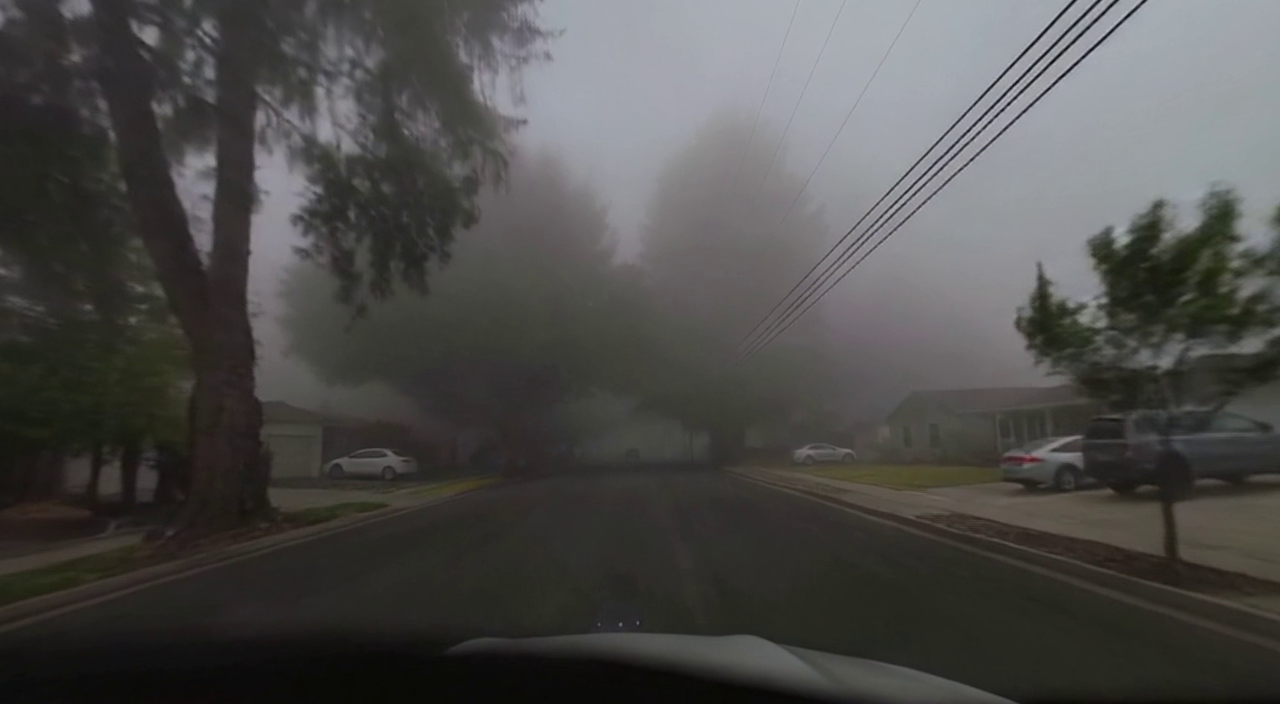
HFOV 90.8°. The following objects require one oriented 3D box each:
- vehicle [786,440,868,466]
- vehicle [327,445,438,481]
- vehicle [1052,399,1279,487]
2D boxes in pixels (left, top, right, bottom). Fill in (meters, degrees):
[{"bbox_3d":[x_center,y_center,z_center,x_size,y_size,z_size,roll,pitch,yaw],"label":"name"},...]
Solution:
[{"bbox_3d":[11.927,6.480,40.483,4.626,1.541,1.866,1,-9,-2],"label":"vehicle"},{"bbox_3d":[-13.297,5.760,32.918,4.887,1.788,2.006,1,-8,-3],"label":"vehicle"},{"bbox_3d":[12.957,2.131,14.707,5.049,1.845,2.327,0,-9,0],"label":"vehicle"}]
